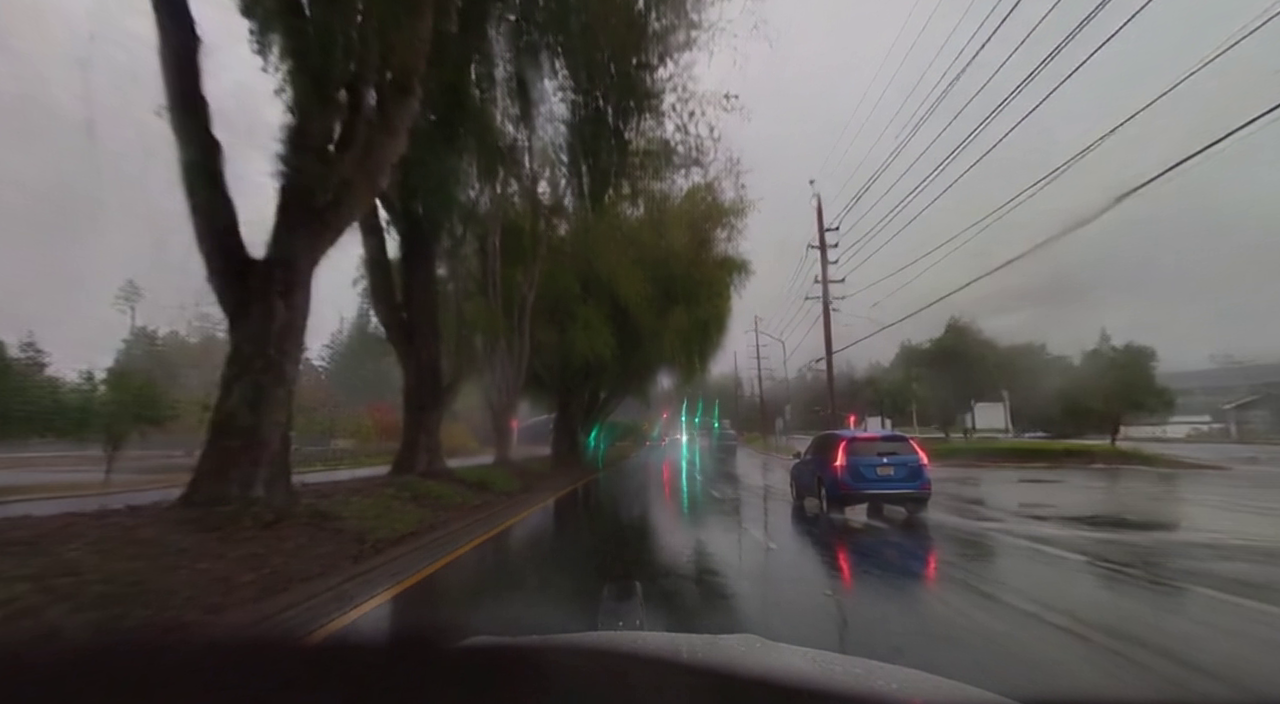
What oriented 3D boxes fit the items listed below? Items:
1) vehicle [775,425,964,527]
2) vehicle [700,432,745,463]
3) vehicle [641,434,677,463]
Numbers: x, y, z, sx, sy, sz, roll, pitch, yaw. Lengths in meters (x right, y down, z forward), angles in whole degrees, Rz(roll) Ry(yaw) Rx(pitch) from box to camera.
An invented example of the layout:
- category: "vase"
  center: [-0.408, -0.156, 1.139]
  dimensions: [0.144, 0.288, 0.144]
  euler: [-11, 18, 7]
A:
- category: "vehicle"
  center: [3.940, 2.202, 11.753]
  dimensions: [1.881, 1.512, 4.294]
  euler: [-1, -9, 0]
- category: "vehicle"
  center: [5.269, 6.157, 40.854]
  dimensions: [2.254, 1.840, 4.918]
  euler: [-1, -9, 1]
- category: "vehicle"
  center: [1.285, 6.212, 40.664]
  dimensions: [2.163, 1.746, 4.073]
  euler: [-1, -9, 3]
